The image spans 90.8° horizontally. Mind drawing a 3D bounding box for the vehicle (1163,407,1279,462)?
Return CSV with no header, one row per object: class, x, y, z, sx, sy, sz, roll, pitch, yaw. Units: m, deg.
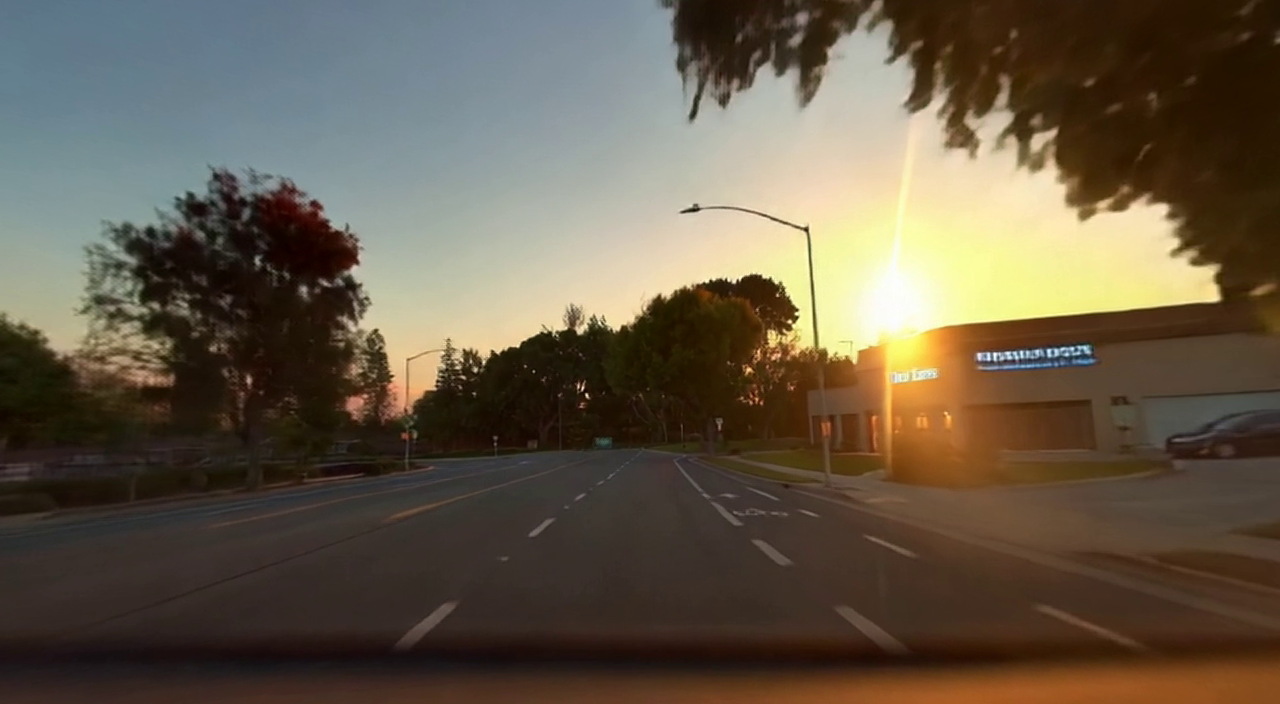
vehicle,18.374,2.476,18.714,1.826,1.492,4.417,0,-9,-2
